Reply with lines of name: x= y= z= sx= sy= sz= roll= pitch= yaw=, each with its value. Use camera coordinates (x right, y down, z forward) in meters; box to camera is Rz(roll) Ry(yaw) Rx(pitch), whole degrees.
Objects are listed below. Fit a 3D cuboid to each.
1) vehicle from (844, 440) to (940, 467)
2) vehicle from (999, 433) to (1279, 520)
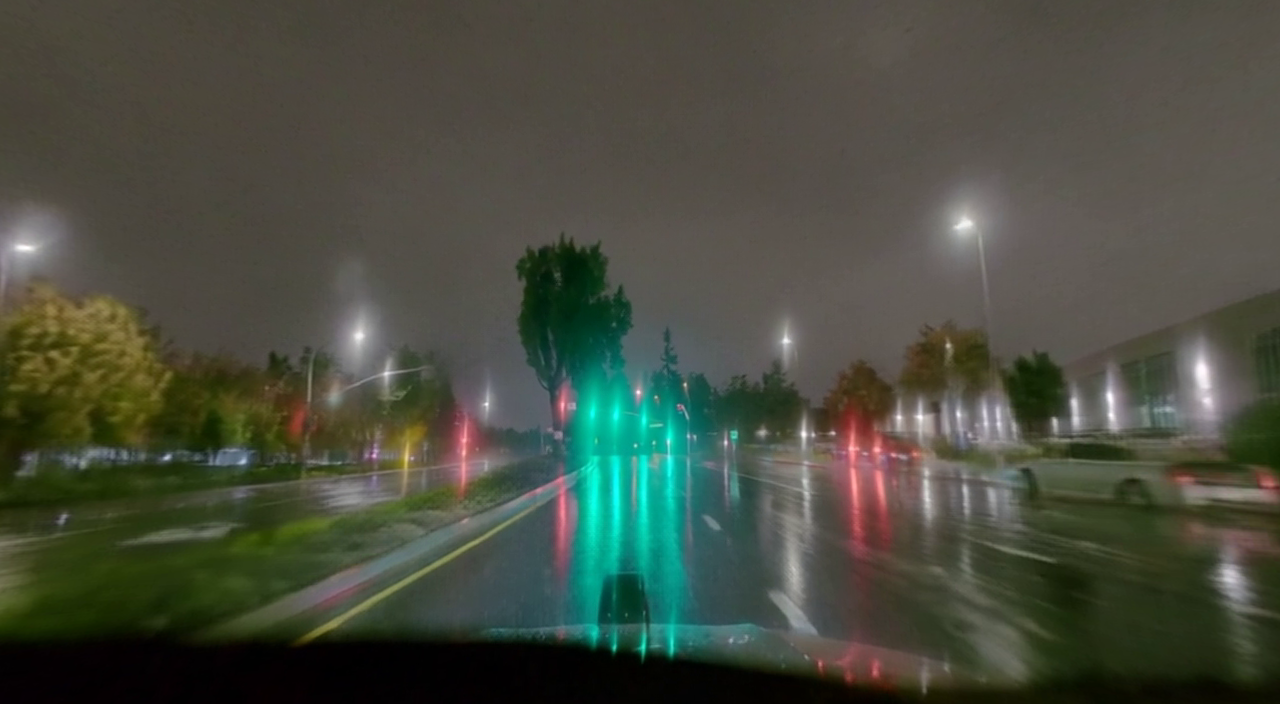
vehicle: x=15.357 y=6.191 z=38.569 sx=4.982 sy=1.441 sz=1.951 roll=-1 pitch=-9 yaw=-2
vehicle: x=10.688 y=2.658 z=14.094 sx=2.034 sy=1.551 sz=5.228 roll=1 pitch=-9 yaw=-3
